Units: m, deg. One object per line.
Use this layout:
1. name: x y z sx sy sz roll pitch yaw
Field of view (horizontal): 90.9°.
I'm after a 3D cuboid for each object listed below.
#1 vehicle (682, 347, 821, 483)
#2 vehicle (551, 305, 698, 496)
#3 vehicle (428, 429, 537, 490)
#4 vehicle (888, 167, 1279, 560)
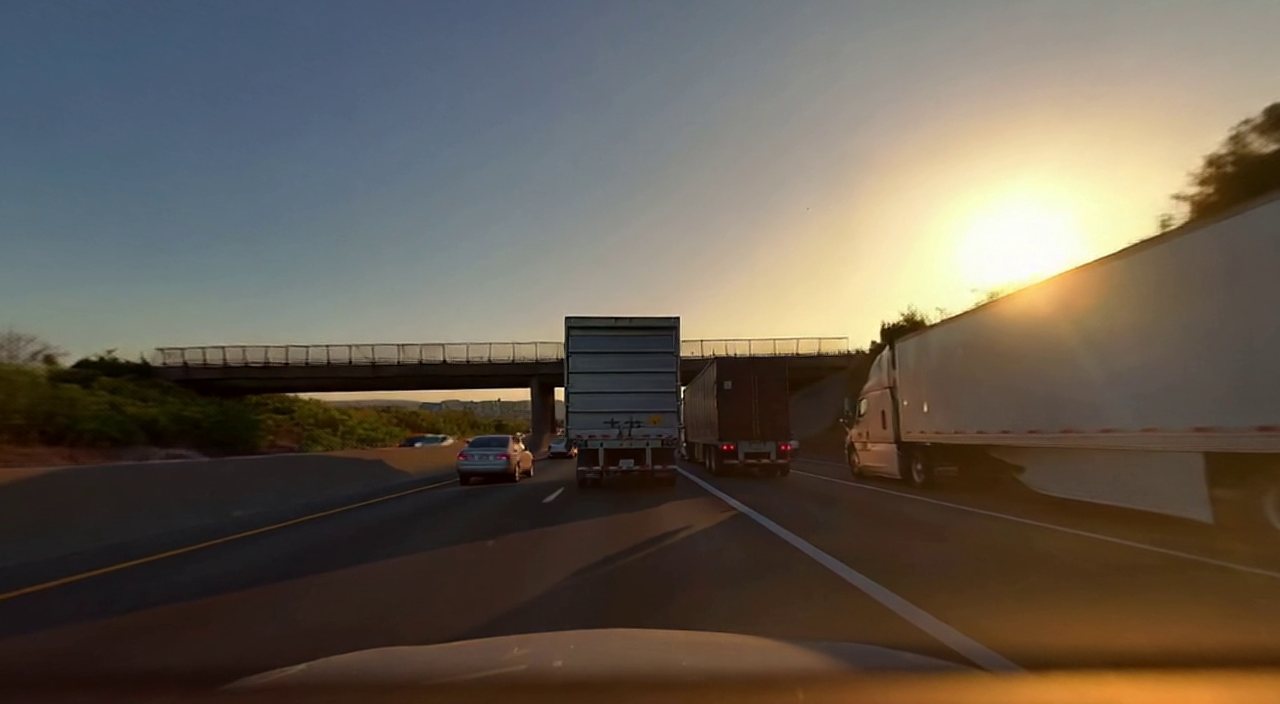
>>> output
1. vehicle: 3.550 2.543 23.701 2.817 3.886 11.491 0 -8 -2
2. vehicle: -0.536 1.724 18.759 3.090 4.065 10.702 0 -8 -2
3. vehicle: -4.163 2.884 17.332 2.049 1.483 3.786 0 -8 0
4. vehicle: 8.209 0.576 10.027 3.000 4.114 13.063 0 -8 -1
